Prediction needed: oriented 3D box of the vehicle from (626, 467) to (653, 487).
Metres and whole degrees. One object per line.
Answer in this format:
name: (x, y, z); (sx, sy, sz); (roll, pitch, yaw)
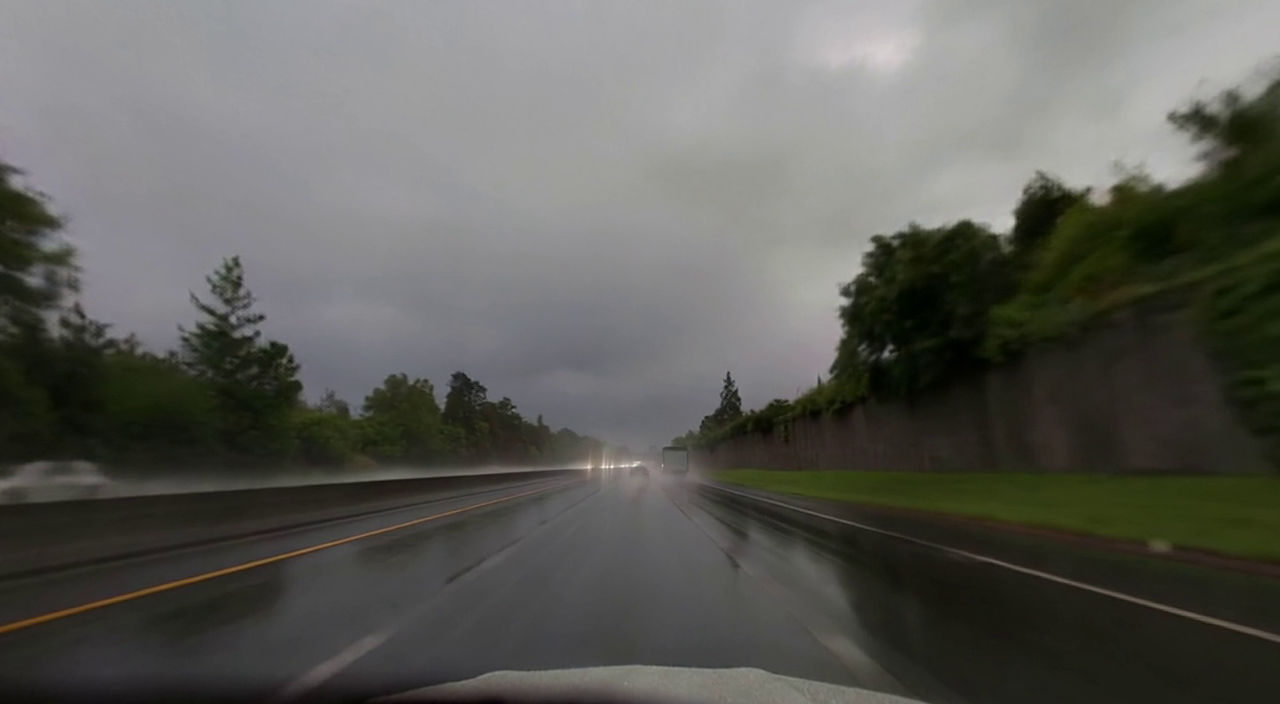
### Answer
vehicle: (-0.059, 9.696, 49.009); (2.015, 1.478, 3.920); (1, -10, -1)
